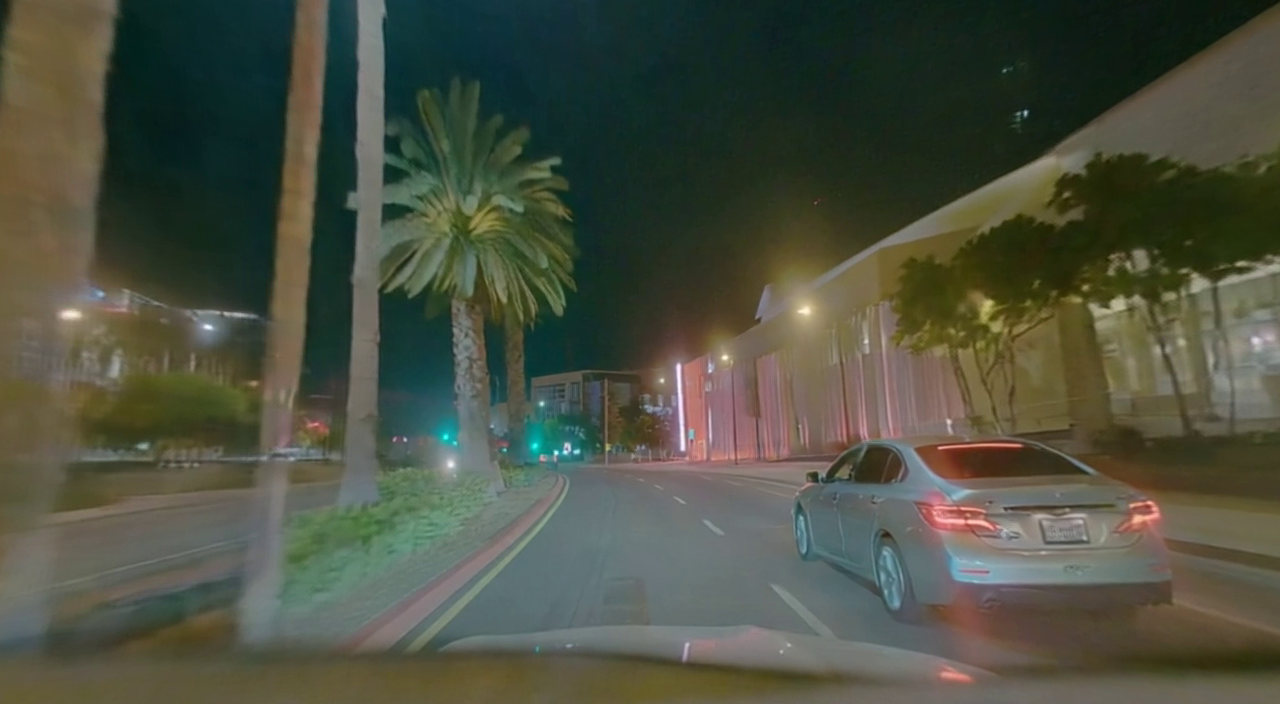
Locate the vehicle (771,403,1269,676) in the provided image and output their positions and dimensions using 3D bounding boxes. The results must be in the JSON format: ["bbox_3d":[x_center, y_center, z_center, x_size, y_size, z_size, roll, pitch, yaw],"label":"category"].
[{"bbox_3d":[2.674,1.413,5.887,1.867,1.554,4.301,0,-9,-1],"label":"vehicle"}]
